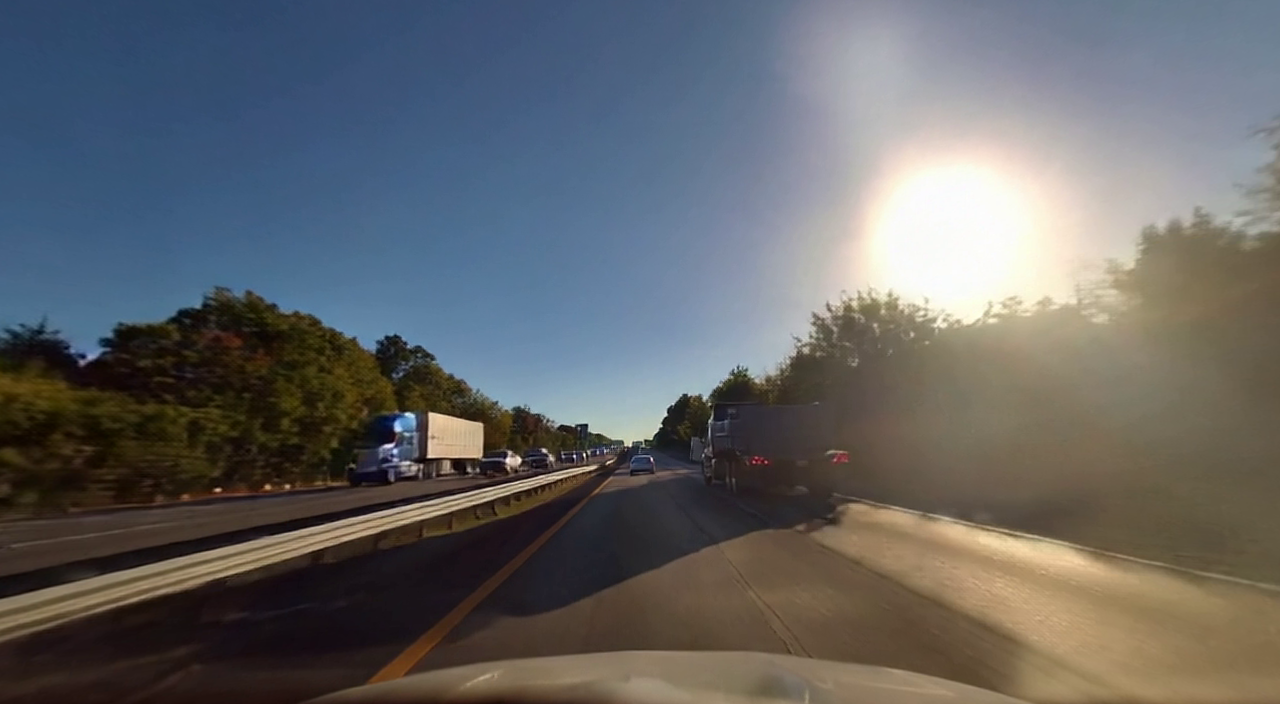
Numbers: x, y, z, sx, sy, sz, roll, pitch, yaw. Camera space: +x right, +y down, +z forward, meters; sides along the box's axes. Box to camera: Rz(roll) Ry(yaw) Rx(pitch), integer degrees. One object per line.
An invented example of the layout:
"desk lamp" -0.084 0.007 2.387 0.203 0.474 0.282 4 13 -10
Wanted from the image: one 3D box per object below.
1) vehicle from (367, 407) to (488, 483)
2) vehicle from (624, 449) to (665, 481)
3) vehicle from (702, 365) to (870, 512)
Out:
"vehicle" -13.011 6.078 40.716 2.923 3.978 14.760 0 -9 -1
"vehicle" 0.199 5.620 31.512 1.939 1.495 3.612 0 -9 -1
"vehicle" 4.253 3.105 21.966 2.885 3.679 12.102 0 -9 0
